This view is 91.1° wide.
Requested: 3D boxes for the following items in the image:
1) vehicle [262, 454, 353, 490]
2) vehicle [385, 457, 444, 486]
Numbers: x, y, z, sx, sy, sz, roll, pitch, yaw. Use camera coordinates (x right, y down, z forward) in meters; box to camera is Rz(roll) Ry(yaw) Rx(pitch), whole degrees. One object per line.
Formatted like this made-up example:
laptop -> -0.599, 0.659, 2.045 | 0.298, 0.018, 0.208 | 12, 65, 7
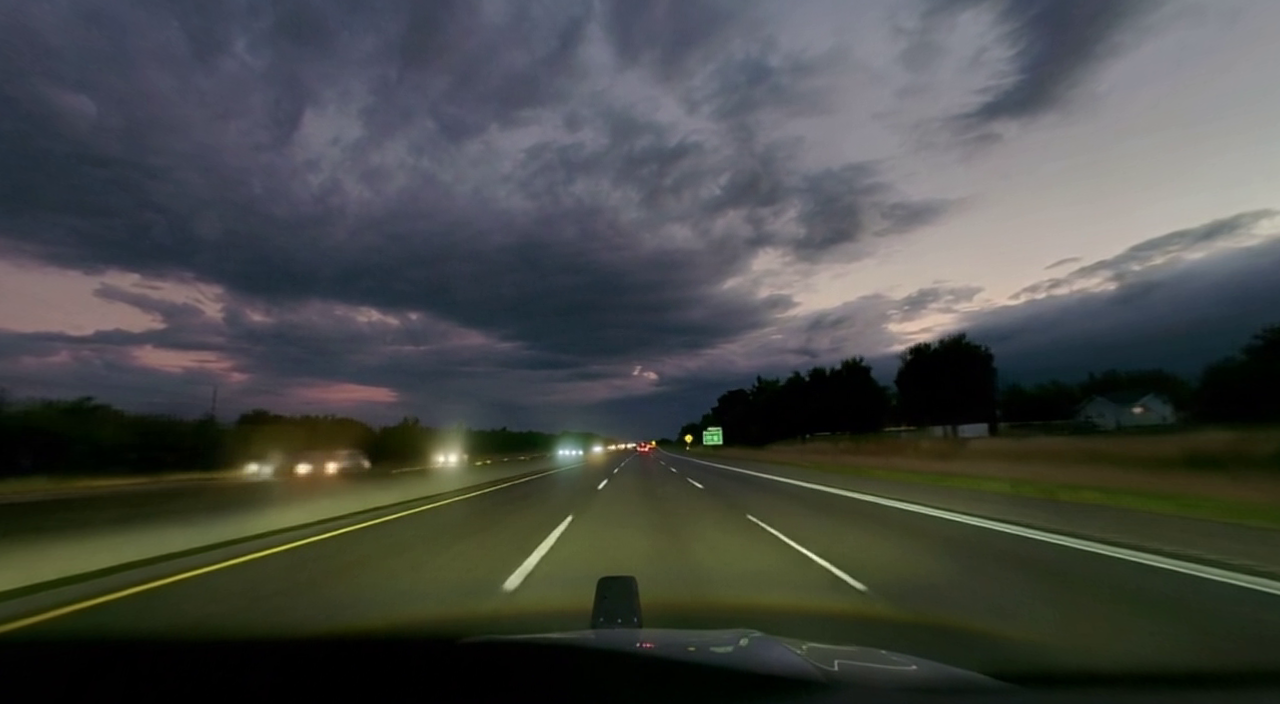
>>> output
vehicle -> -15.666, 5.647, 29.910 | 1.837, 1.501, 4.587 | 0, -9, 0
vehicle -> -11.710, 6.186, 32.881 | 1.714, 1.369, 3.700 | 0, -9, 0
